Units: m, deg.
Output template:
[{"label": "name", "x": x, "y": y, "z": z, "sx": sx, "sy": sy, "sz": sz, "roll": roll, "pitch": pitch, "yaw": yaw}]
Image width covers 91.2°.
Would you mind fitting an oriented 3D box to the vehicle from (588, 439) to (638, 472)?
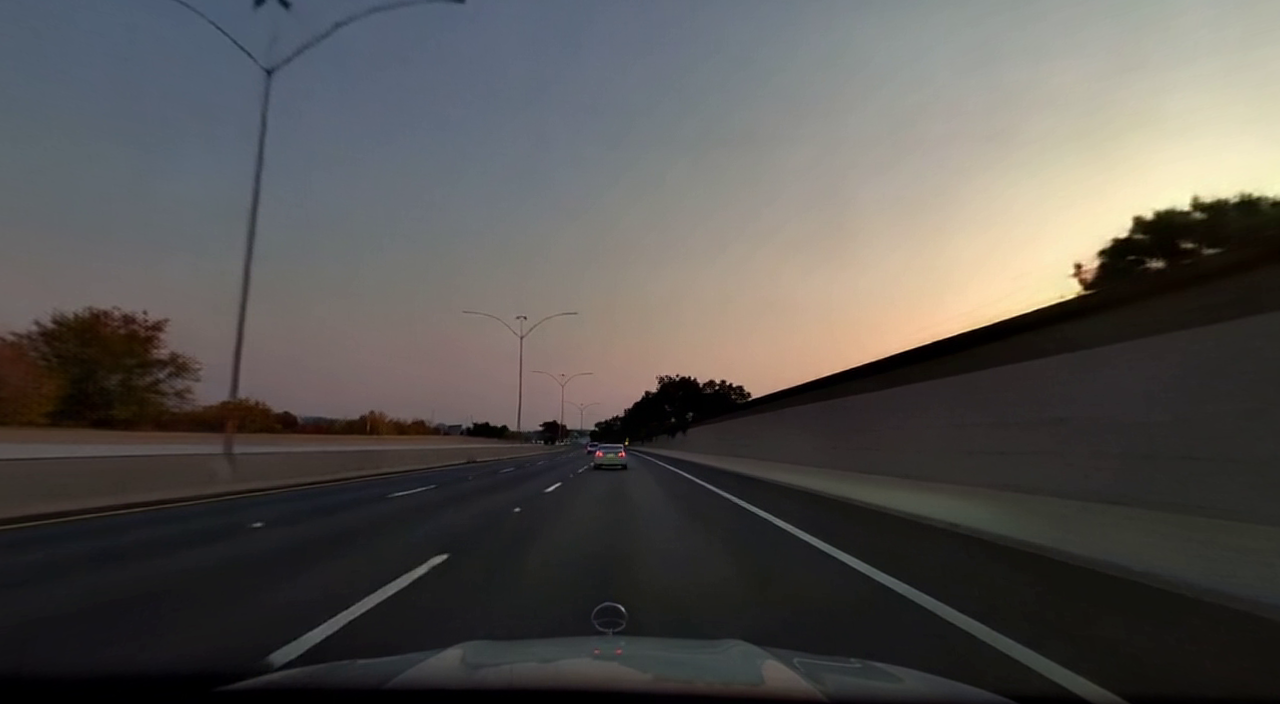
[{"label": "vehicle", "x": -1.273, "y": 5.108, "z": 31.080, "sx": 2.055, "sy": 1.509, "sz": 4.255, "roll": -1, "pitch": -9, "yaw": 3}]
